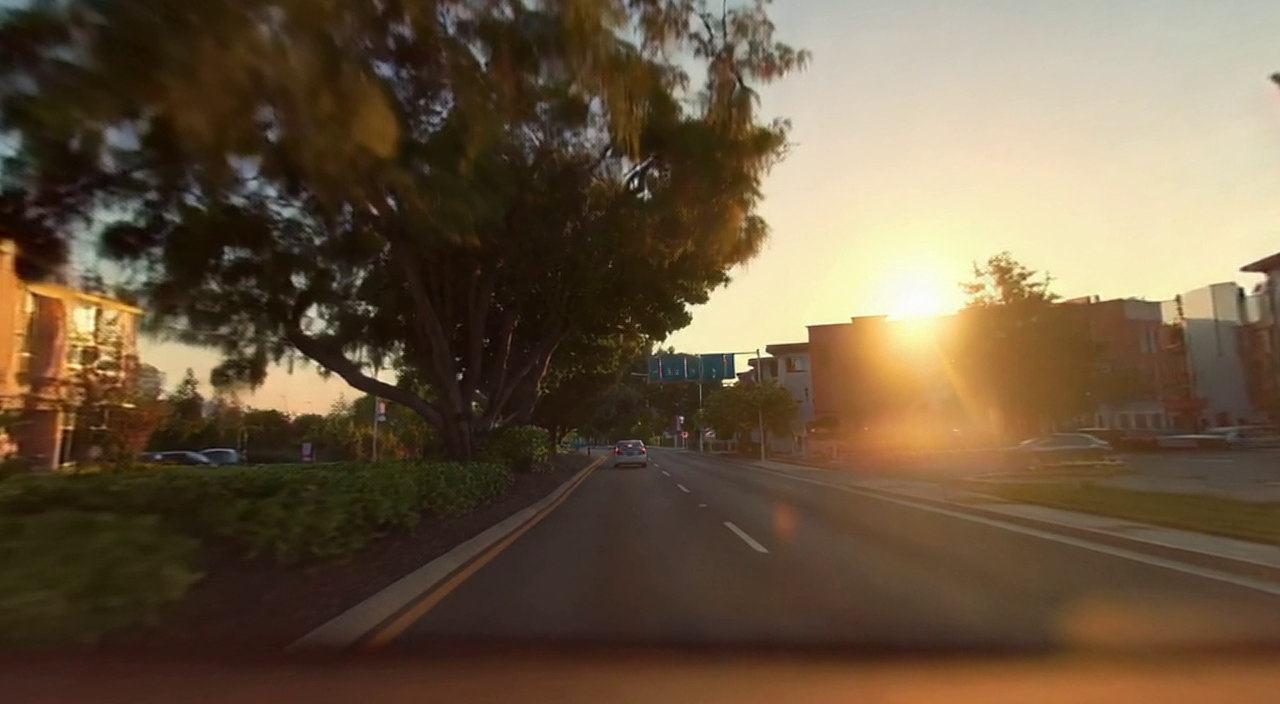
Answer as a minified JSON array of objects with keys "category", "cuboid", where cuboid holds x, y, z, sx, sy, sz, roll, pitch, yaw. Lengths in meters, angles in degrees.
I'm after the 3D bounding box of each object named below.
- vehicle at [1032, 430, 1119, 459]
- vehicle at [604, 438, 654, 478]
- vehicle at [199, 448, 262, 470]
[{"category":"vehicle","cuboid":[22.967,4.895,33.330,1.720,1.450,3.741,0,-8,-4]},{"category":"vehicle","cuboid":[-0.482,5.228,31.293,2.235,1.719,4.292,2,-9,1]},{"category":"vehicle","cuboid":[-30.087,7.831,46.403,1.844,1.521,4.304,1,-9,-2]}]
